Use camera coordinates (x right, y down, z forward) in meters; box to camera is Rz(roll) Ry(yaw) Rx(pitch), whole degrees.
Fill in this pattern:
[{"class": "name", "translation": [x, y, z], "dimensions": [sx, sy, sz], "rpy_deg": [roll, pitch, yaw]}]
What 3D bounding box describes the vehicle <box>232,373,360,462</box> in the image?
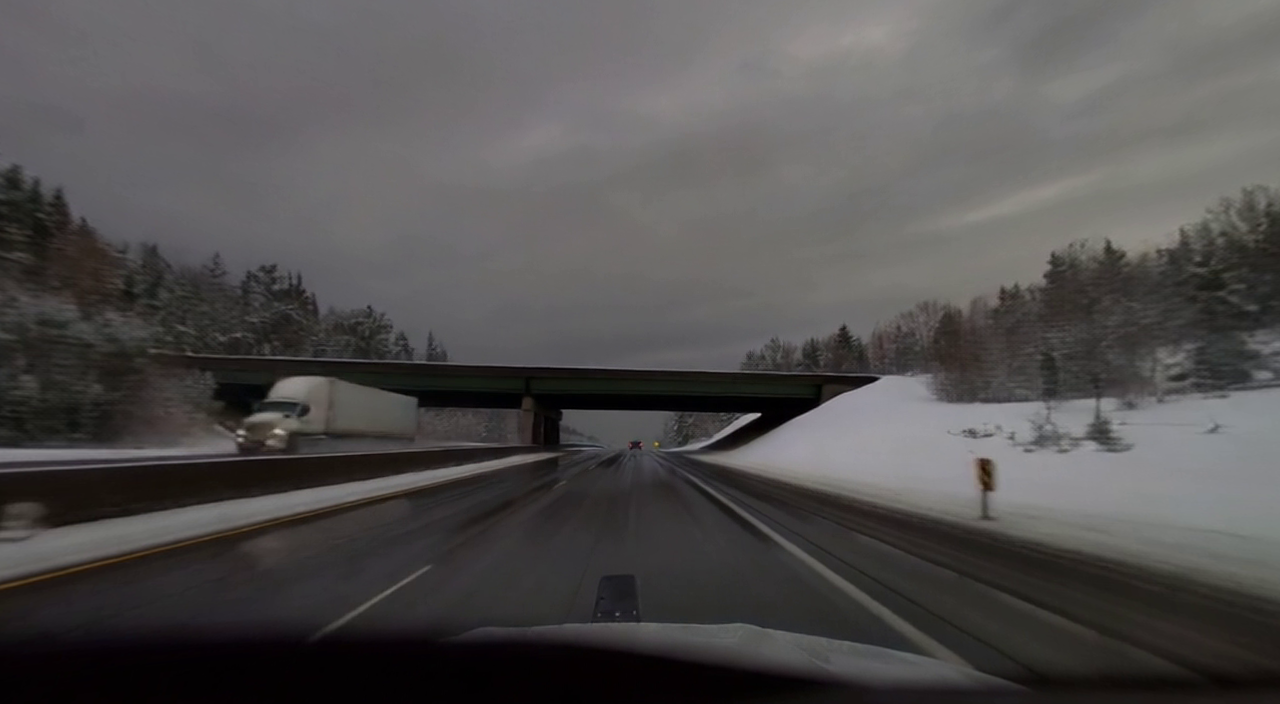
[{"class": "vehicle", "translation": [-16.955, 3.381, 31.635], "dimensions": [3.020, 4.024, 5.914], "rpy_deg": [0, -8, -1]}]
